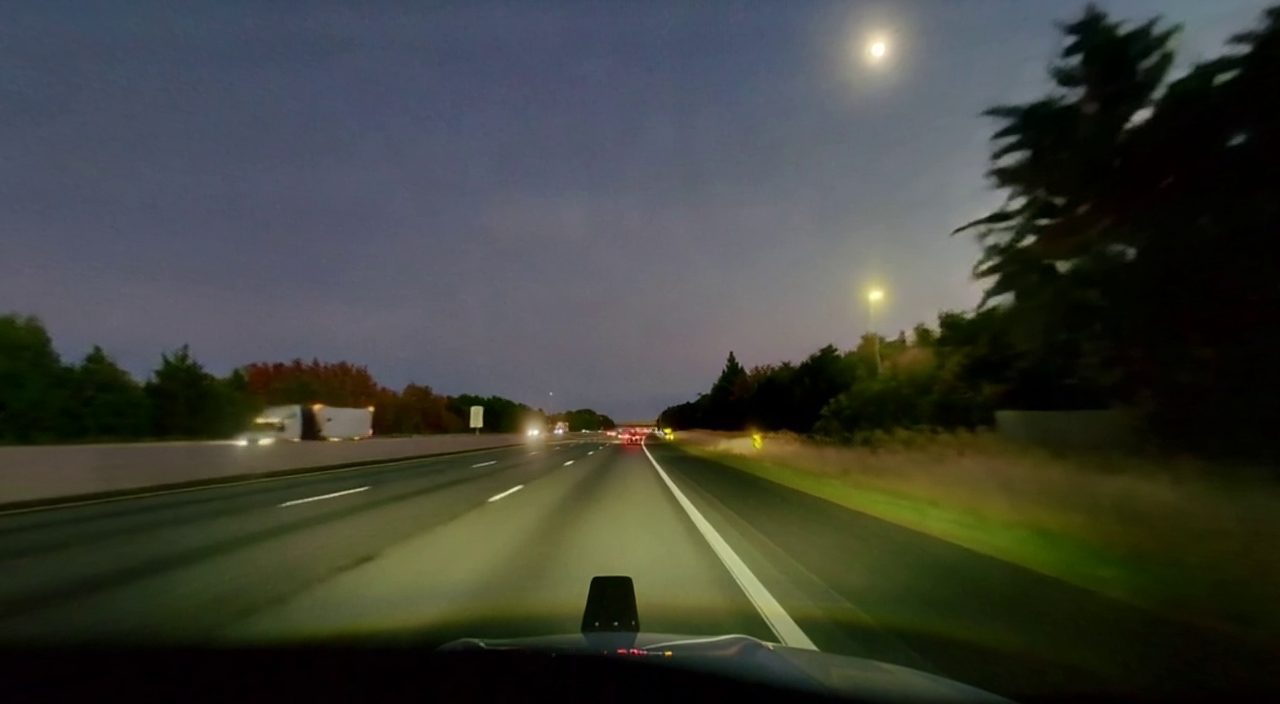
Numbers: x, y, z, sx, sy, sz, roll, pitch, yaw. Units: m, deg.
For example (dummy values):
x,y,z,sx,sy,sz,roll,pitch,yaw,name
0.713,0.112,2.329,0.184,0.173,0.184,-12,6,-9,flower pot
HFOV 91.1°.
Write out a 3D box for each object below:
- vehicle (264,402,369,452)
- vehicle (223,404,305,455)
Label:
x,y,z,sx,sy,sz,roll,pitch,yaw,name
-24.652,5.873,48.717,2.715,3.424,10.329,0,-8,0,vehicle
-24.536,5.089,41.235,2.875,3.132,3.793,0,-8,-1,vehicle
